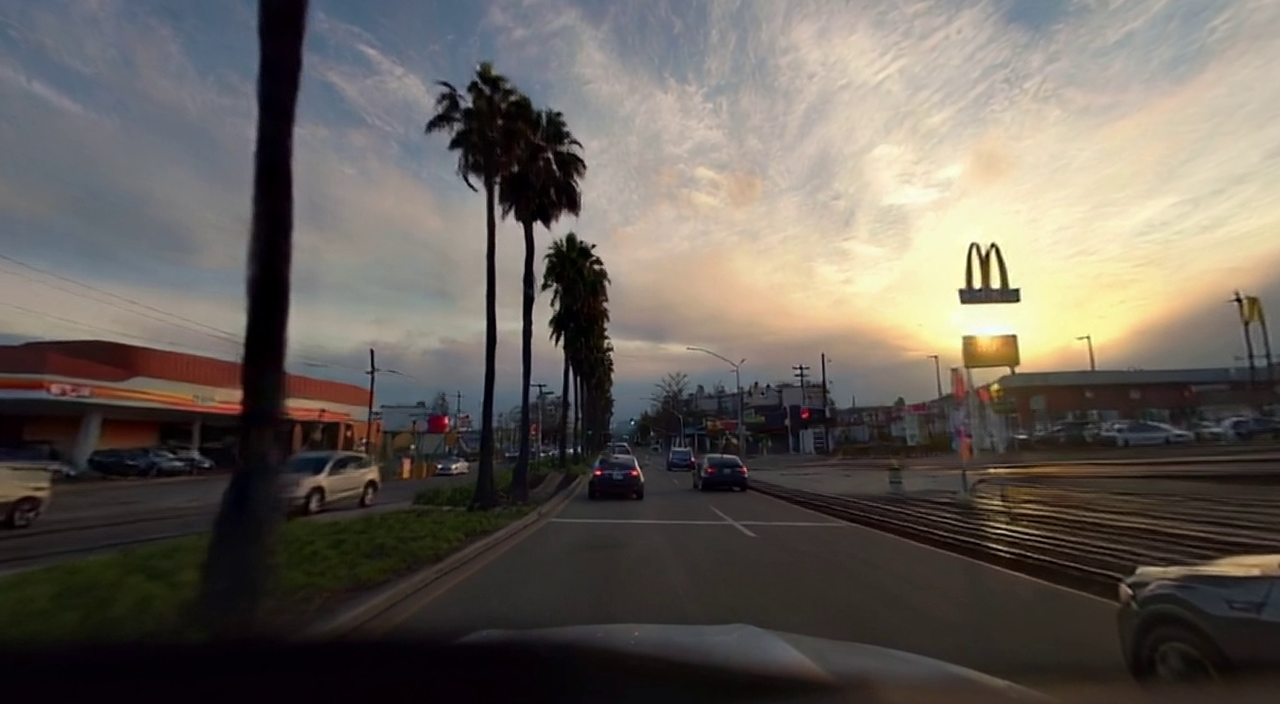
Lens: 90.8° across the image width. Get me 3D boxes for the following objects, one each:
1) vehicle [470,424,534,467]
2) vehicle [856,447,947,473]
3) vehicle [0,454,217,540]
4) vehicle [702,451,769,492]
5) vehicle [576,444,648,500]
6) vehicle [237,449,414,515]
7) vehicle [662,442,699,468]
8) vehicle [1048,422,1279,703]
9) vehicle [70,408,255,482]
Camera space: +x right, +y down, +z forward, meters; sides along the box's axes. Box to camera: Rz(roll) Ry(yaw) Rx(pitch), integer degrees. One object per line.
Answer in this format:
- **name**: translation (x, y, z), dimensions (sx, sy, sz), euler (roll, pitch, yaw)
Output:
- **vehicle**: translation (-10.435, 7.337, 48.743), dimensions (2.662, 2.995, 8.344), euler (0, -10, 2)
- **vehicle**: translation (14.703, 6.104, 35.651), dimensions (4.293, 1.438, 1.773), euler (0, -10, 1)
- **vehicle**: translation (-11.498, 2.950, 13.375), dimensions (1.865, 1.472, 4.532), euler (0, -10, 1)
- **vehicle**: translation (3.614, 4.641, 24.683), dimensions (1.889, 1.448, 4.262), euler (0, -10, -1)
- **vehicle**: translation (-0.957, 3.763, 19.902), dimensions (2.021, 1.550, 4.090), euler (1, -10, -5)
- **vehicle**: translation (-8.009, 3.380, 16.778), dimensions (2.052, 1.483, 4.751), euler (0, -10, 3)
- **vehicle**: translation (2.933, 7.779, 47.269), dimensions (2.299, 1.803, 5.434), euler (0, -10, -1)
- **vehicle**: translation (3.510, 0.887, 1.690), dimensions (1.987, 1.474, 4.198), euler (0, -10, 0)
- **vehicle**: translation (-23.893, 4.871, 32.385), dimensions (2.791, 3.271, 7.924), euler (0, -10, 3)
